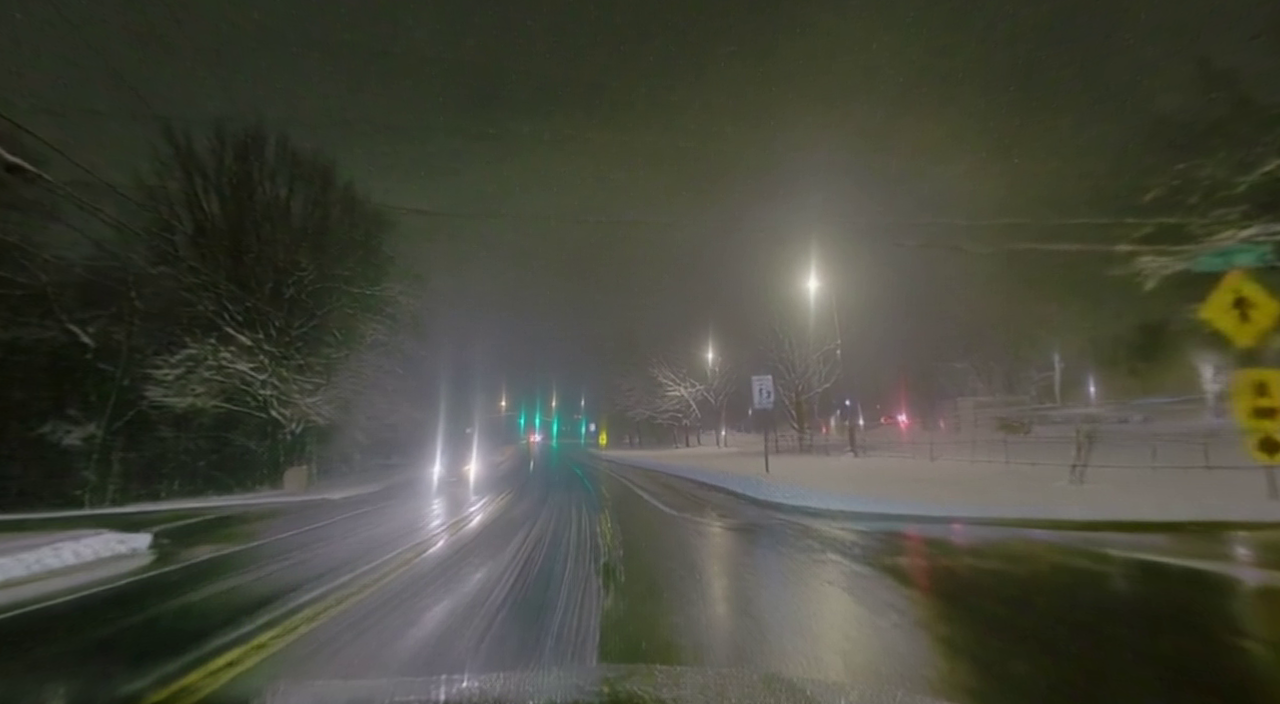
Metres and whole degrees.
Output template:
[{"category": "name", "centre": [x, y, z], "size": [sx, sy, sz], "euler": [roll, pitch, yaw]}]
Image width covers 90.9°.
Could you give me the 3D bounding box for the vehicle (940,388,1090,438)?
[{"category": "vehicle", "centre": [26.880, 4.435, 45.491], "size": [8.774, 3.004, 2.914], "euler": [-3, -7, -1]}]

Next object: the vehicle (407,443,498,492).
[{"category": "vehicle", "centre": [-6.241, 3.849, 21.545], "size": [2.125, 1.440, 4.450], "euler": [0, -8, -5]}]
